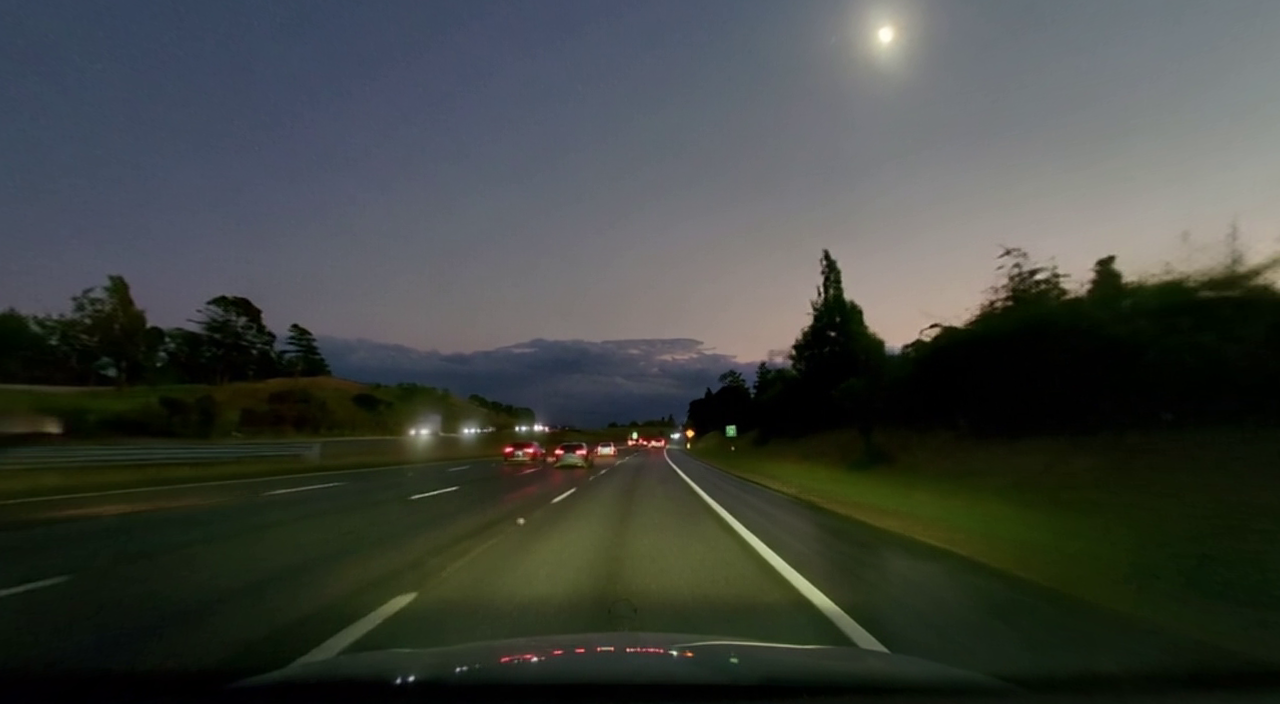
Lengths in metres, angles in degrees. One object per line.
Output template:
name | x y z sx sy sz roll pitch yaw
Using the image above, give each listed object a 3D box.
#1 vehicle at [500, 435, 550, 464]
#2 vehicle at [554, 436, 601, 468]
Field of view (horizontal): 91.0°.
vehicle | -7.094 6.110 39.385 2.108 1.686 4.556 0 -9 3
vehicle | -3.504 5.705 36.024 2.035 1.673 4.469 0 -9 2
